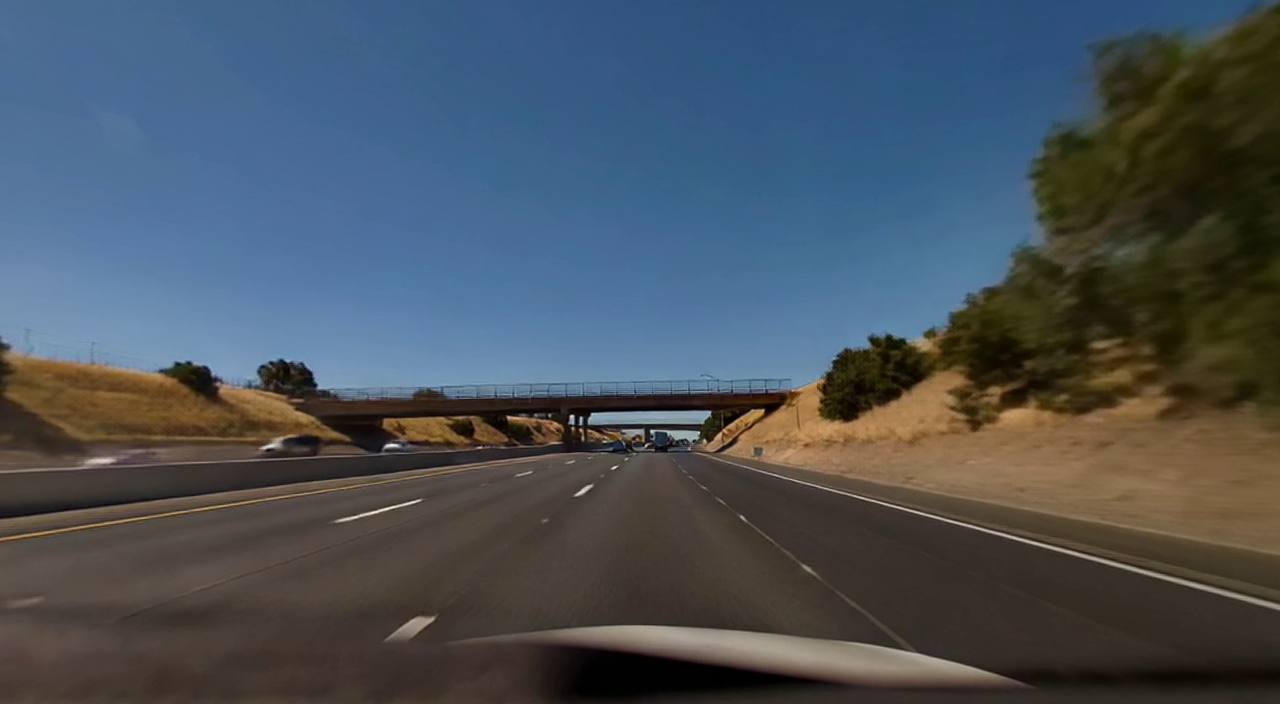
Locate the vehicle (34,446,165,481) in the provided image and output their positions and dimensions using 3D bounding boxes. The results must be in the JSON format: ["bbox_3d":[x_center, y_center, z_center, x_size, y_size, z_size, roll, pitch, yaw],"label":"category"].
[{"bbox_3d":[-24.256,4.997,28.556,1.869,1.454,4.509,0,-9,1],"label":"vehicle"}]
